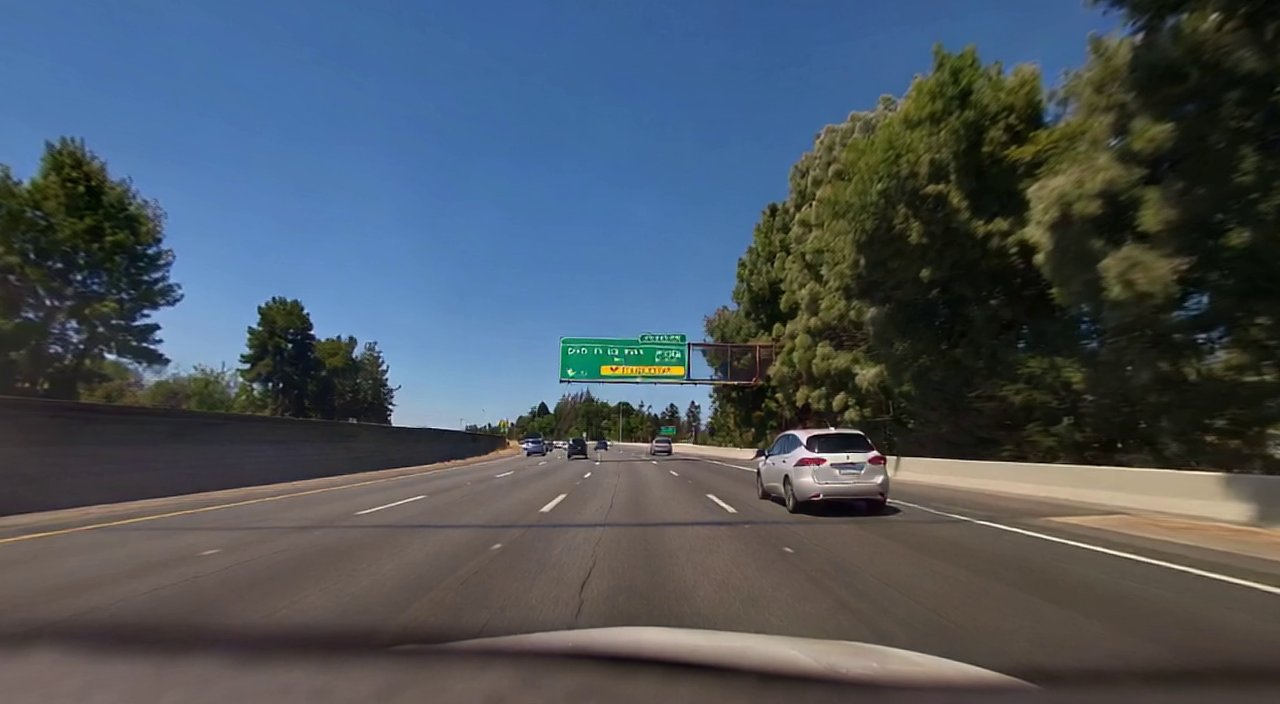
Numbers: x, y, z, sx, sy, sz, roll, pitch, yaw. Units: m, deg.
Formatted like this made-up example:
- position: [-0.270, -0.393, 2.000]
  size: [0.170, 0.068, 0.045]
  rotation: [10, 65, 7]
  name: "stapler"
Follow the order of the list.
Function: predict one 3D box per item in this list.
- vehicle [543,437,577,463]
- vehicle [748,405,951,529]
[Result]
- position: [-5.441, 6.711, 43.341]
  size: [2.064, 1.645, 4.286]
  rotation: [1, -8, -4]
  name: "vehicle"
- position: [3.443, 1.990, 11.422]
  size: [2.043, 1.795, 4.347]
  rotation: [0, -8, -2]
  name: "vehicle"
